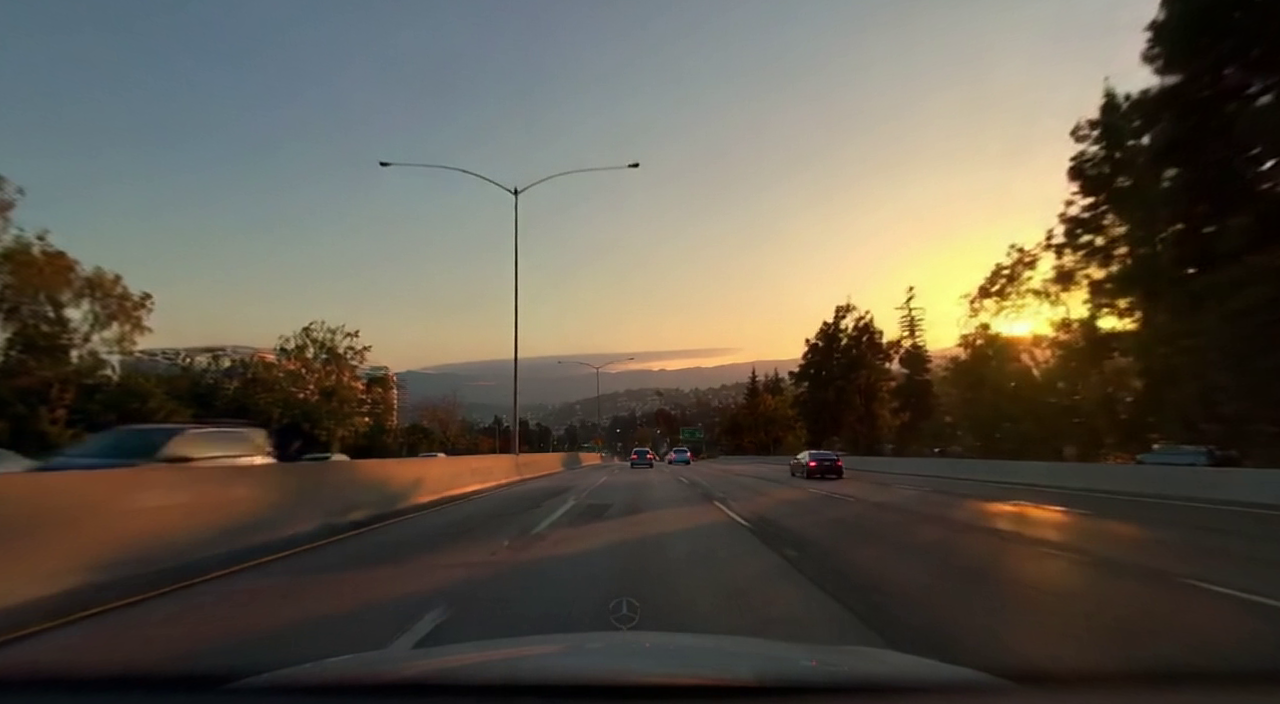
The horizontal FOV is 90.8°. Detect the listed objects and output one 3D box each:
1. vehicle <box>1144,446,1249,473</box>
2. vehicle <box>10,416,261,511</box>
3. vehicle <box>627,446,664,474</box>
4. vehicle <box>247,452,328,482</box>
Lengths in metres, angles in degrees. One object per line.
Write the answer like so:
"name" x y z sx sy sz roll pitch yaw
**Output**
"vehicle" 31.770 6.123 36.251 1.886 1.450 4.349 0 -9 -3
"vehicle" -9.838 2.205 12.851 1.853 1.600 4.030 0 -8 -2
"vehicle" 0.277 6.989 41.207 2.124 1.673 4.545 0 -9 -3
"vehicle" -18.076 5.875 32.612 1.745 1.302 4.212 0 -8 0
